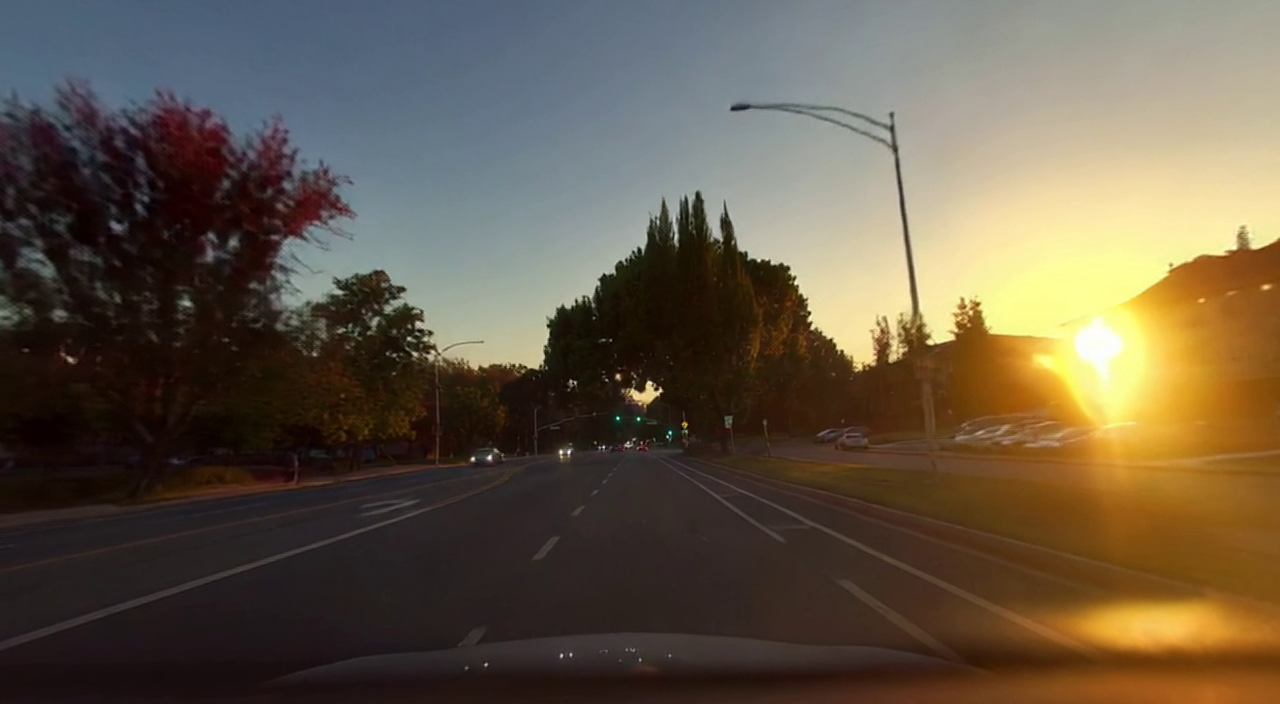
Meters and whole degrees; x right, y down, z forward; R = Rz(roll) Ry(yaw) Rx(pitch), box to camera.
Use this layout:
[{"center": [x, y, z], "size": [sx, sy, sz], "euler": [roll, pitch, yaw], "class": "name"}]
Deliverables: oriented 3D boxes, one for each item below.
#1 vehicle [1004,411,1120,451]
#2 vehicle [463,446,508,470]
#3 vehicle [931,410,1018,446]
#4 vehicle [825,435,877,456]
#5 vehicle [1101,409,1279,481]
[{"center": [22.270, 4.213, 33.457], "size": [4.579, 1.710, 2.020], "euler": [-4, -8, -2], "class": "vehicle"}, {"center": [-11.139, 7.617, 45.807], "size": [1.999, 1.618, 4.217], "euler": [-1, -8, 4], "class": "vehicle"}, {"center": [22.613, 5.169, 42.823], "size": [4.512, 1.837, 2.059], "euler": [-6, -8, -2], "class": "vehicle"}, {"center": [15.421, 6.893, 46.501], "size": [1.882, 1.446, 4.741], "euler": [0, -8, -4], "class": "vehicle"}, {"center": [15.594, 2.528, 17.288], "size": [2.106, 1.670, 5.008], "euler": [0, -8, 0], "class": "vehicle"}]
